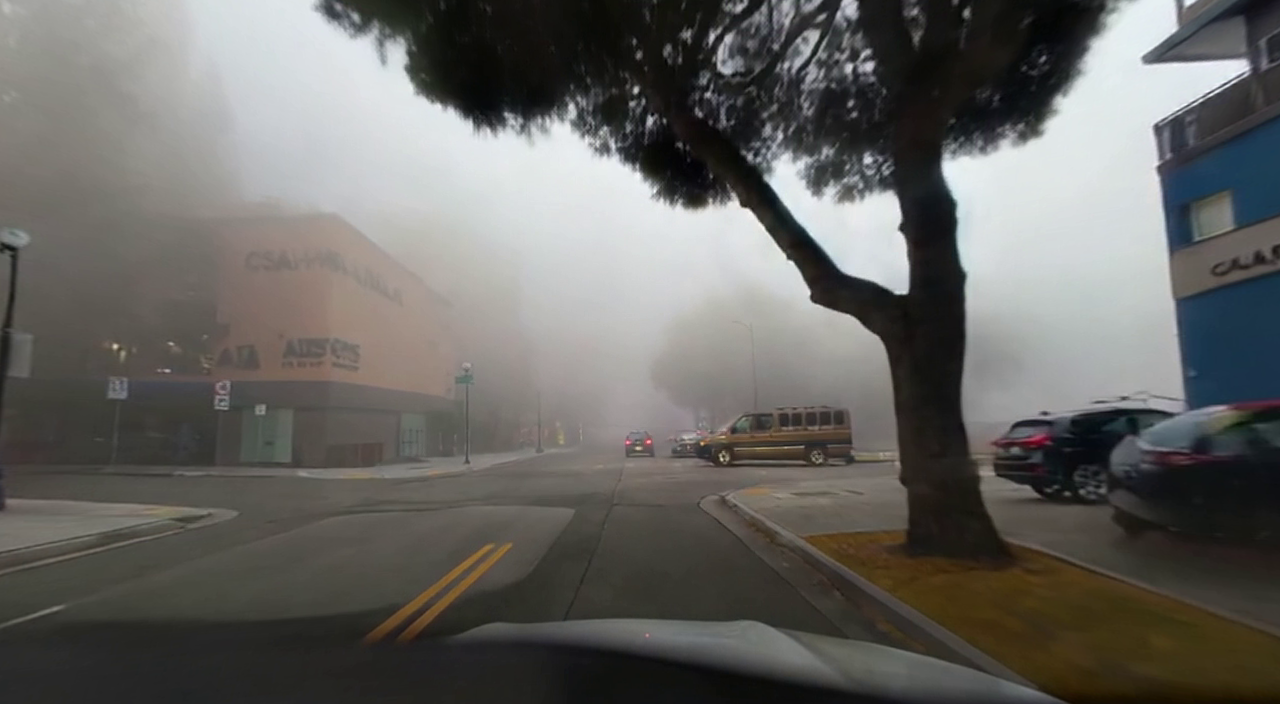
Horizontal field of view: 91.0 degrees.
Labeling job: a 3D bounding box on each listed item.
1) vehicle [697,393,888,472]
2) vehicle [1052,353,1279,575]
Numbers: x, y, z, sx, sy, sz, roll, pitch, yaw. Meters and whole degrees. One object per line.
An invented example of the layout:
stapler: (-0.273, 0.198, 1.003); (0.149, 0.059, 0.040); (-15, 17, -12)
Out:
vehicle: (5.338, 2.897, 22.593); (6.221, 2.498, 2.239); (-5, -9, 33)
vehicle: (6.366, 0.911, 5.352); (4.254, 1.636, 2.327); (-3, -8, 20)
